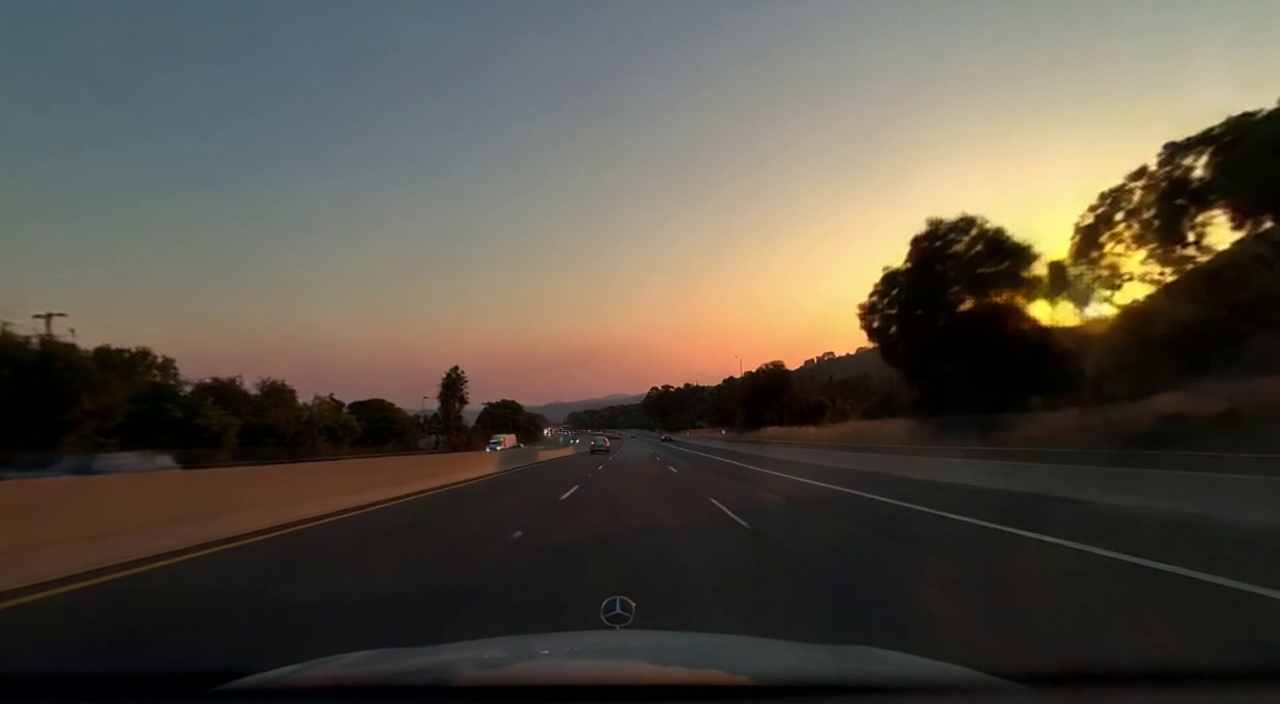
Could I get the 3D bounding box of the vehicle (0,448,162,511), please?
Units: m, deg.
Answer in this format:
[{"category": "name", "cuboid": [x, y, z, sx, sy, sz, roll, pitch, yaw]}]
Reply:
[{"category": "vehicle", "cuboid": [-16.785, 3.619, 18.419, 1.970, 1.541, 4.610, 0, -8, 0]}]
